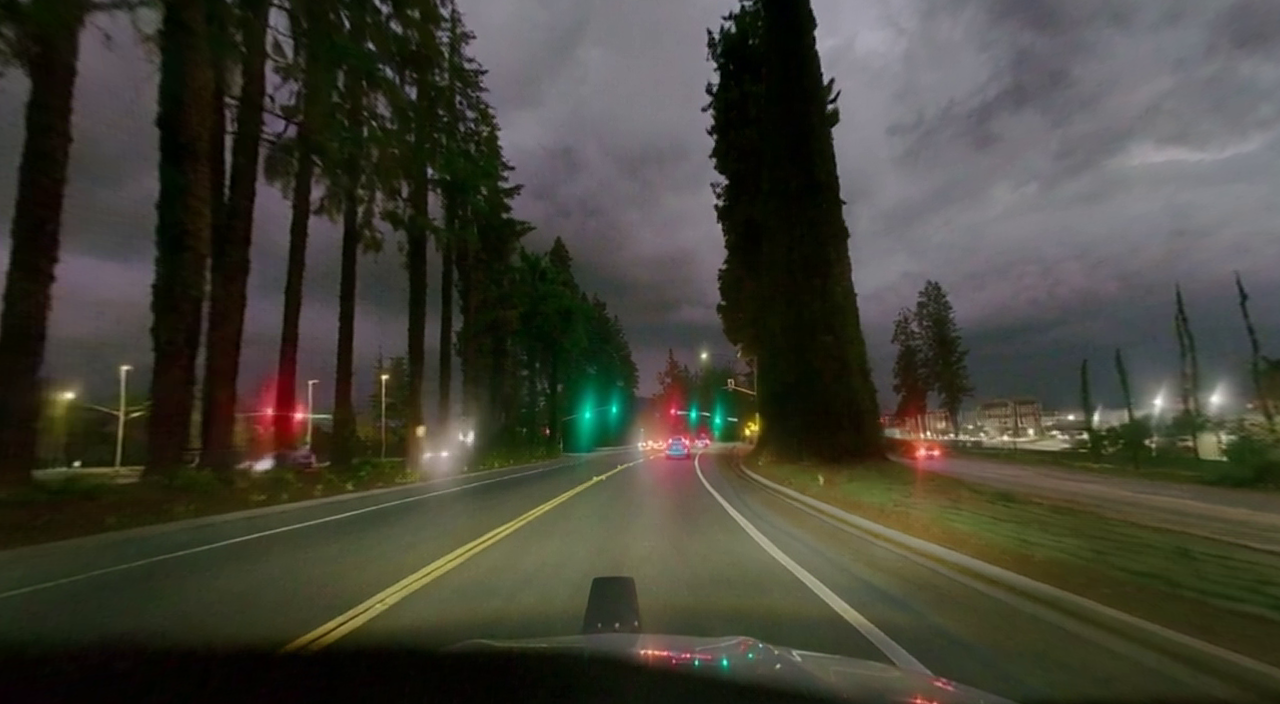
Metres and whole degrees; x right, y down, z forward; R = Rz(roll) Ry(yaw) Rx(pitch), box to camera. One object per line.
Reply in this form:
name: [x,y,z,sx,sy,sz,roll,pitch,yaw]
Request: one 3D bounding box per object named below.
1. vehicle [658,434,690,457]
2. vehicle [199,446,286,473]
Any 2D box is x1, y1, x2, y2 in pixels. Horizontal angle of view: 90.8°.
vehicle: [2.718,7.288,49.217,2.210,1.737,4.013,-1,-9,7]
vehicle: [-23.156,6.283,37.039,1.927,1.440,4.547,-1,-9,4]
